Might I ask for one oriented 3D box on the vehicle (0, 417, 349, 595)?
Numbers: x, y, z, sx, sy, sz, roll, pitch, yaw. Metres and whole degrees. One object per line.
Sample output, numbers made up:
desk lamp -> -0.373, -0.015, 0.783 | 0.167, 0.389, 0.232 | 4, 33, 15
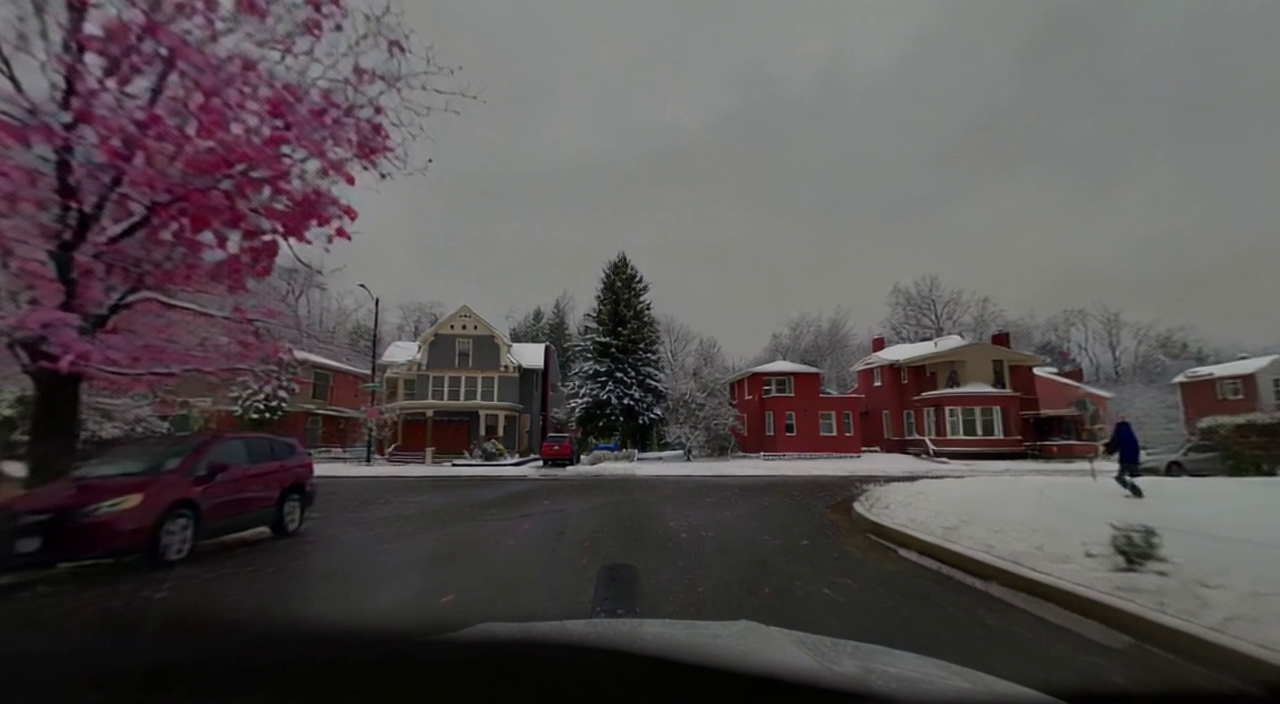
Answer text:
vehicle -> -6.061, 1.861, 8.601 | 2.087, 1.697, 4.892 | 0, -9, -4

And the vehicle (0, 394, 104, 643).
vehicle -> -5.765, 0.974, 2.989 | 2.139, 1.783, 4.717 | 0, -9, 2

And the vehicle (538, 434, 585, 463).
vehicle -> -4.321, 5.409, 35.422 | 1.968, 1.491, 4.486 | 0, -9, 2
